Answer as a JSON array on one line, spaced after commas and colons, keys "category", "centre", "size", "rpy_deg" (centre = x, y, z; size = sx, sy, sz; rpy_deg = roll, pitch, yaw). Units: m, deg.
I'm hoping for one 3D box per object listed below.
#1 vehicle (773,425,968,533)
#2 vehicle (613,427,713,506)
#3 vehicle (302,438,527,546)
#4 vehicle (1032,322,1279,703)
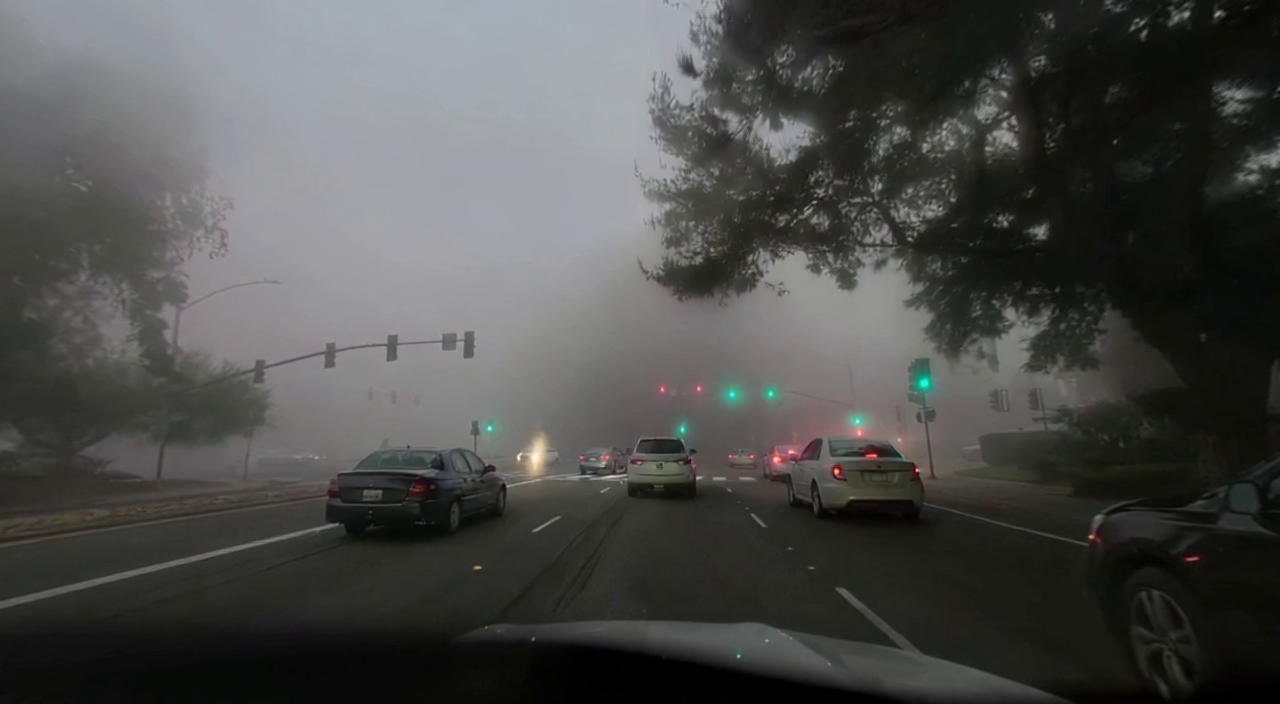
[{"category": "vehicle", "centre": [4.014, 2.304, 12.023], "size": [2.106, 1.636, 4.655], "rpy_deg": [-1, -9, 2]}, {"category": "vehicle", "centre": [0.703, 2.935, 16.554], "size": [2.250, 1.768, 4.574], "rpy_deg": [-1, -9, 5]}, {"category": "vehicle", "centre": [-3.537, 2.284, 11.047], "size": [2.006, 1.464, 4.586], "rpy_deg": [-1, -9, 4]}, {"category": "vehicle", "centre": [3.496, 0.636, 1.508], "size": [2.116, 1.759, 4.635], "rpy_deg": [0, -9, 0]}]
